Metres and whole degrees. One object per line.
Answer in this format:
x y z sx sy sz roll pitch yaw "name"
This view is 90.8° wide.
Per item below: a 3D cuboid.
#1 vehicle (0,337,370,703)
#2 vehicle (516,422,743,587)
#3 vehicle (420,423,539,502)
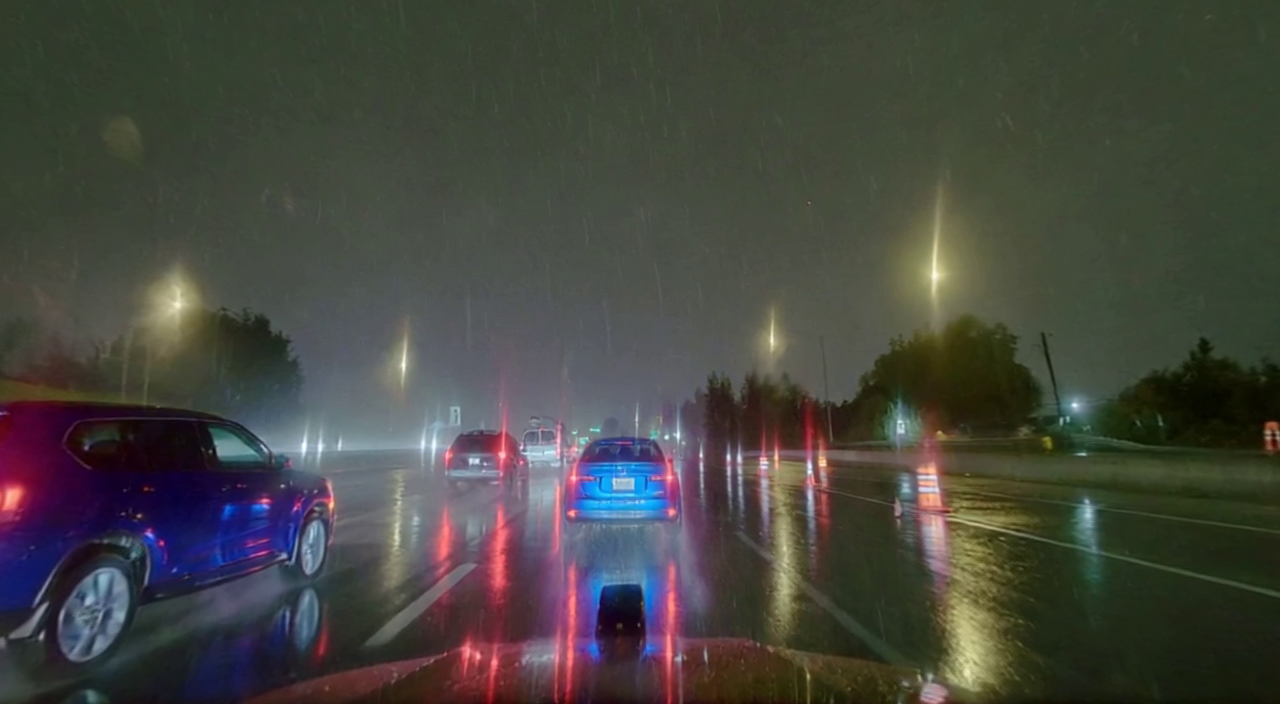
-3.615 1.026 4.028 2.025 1.708 4.089 0 -9 -1 "vehicle"
-0.180 1.687 7.822 2.069 1.484 3.982 0 -9 -3 "vehicle"
-3.912 2.773 16.190 1.982 1.727 4.057 0 -9 -1 "vehicle"
